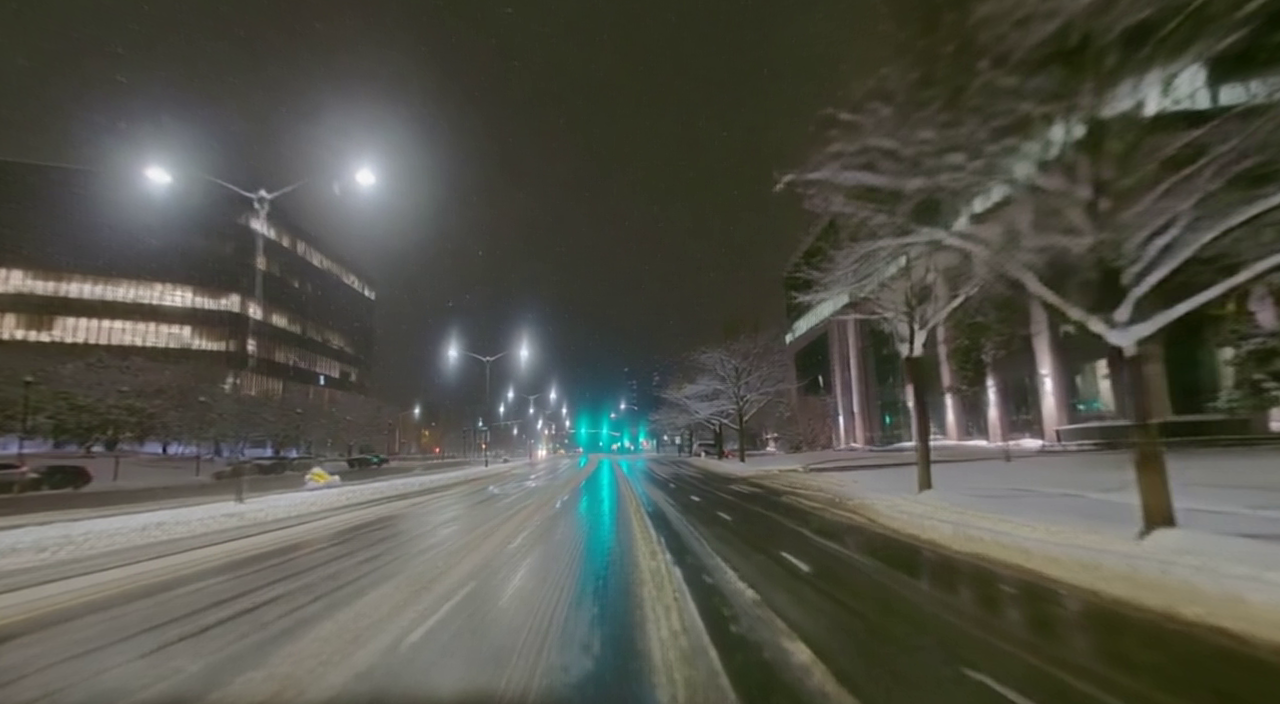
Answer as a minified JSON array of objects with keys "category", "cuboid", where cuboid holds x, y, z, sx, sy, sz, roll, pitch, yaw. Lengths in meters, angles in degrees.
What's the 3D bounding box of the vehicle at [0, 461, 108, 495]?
[{"category":"vehicle","cuboid":[-32.948,7.036,35.638,2.034,1.618,4.667,0,-8,-5]}]
